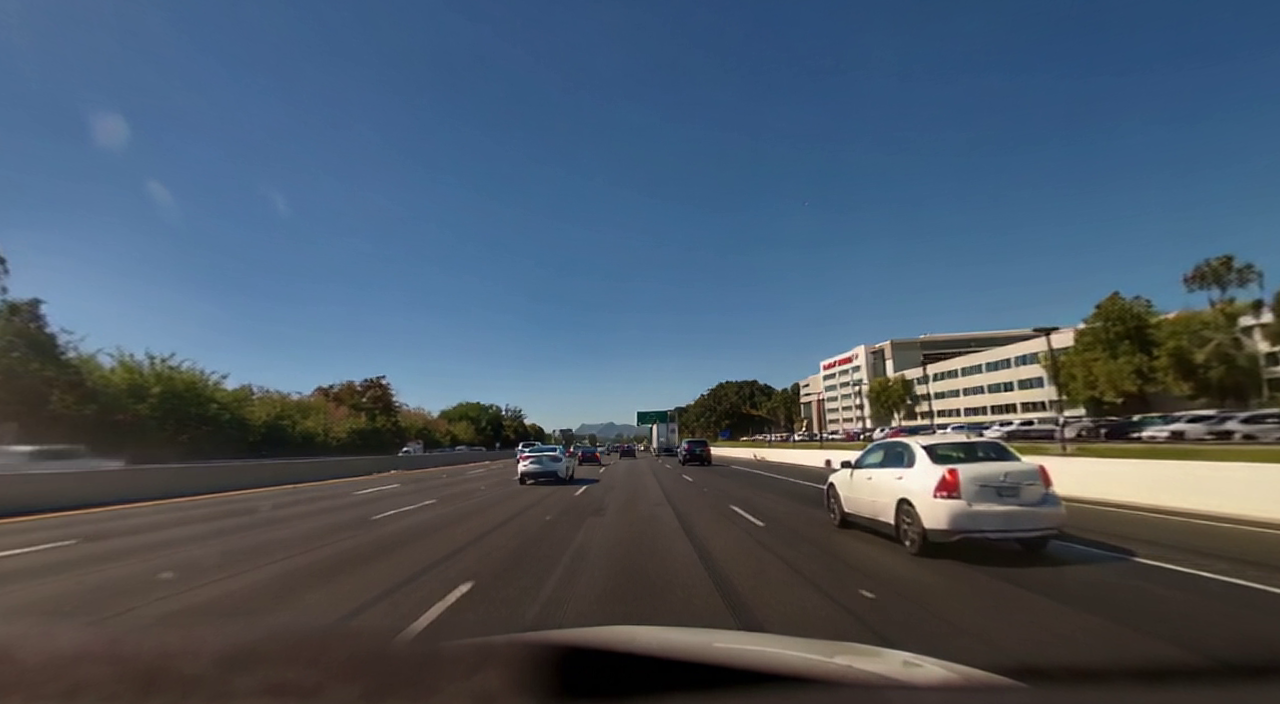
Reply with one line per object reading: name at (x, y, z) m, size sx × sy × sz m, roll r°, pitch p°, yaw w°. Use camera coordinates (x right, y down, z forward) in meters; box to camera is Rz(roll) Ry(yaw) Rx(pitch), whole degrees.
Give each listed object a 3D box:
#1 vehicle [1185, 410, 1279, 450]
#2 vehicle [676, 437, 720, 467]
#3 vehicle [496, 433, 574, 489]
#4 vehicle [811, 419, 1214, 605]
vehicle at (29.189, 3.714, 29.952) m, size 4.686 × 1.840 × 2.075 m, roll 0°, pitch -8°, yaw -1°
vehicle at (3.621, 6.326, 40.156) m, size 2.198 × 1.807 × 4.530 m, roll 0°, pitch -8°, yaw -2°
vehicle at (-3.616, 3.842, 22.618) m, size 1.987 × 1.765 × 4.508 m, roll 0°, pitch -8°, yaw 0°
vehicle at (3.737, 1.673, 7.628) m, size 1.957 × 1.510 × 4.643 m, roll 0°, pitch -8°, yaw -1°
